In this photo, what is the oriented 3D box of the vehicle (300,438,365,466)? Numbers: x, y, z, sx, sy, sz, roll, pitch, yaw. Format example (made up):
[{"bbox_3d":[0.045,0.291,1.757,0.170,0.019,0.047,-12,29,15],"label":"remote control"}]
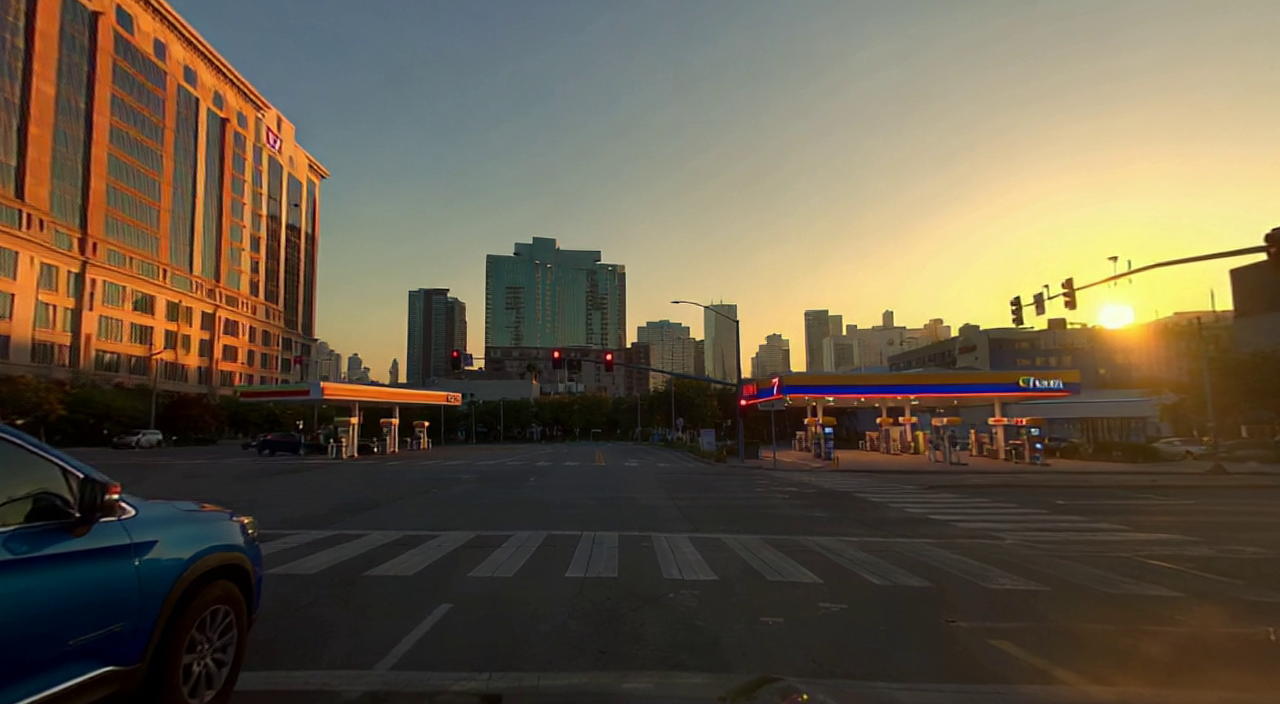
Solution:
[{"bbox_3d":[-20.459,6.679,42.144,2.004,1.699,4.486,0,-9,1],"label":"vehicle"}]

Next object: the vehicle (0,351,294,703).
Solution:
[{"bbox_3d":[-3.421,0.803,2.046,2.053,1.690,4.364,0,-9,1],"label":"vehicle"}]
